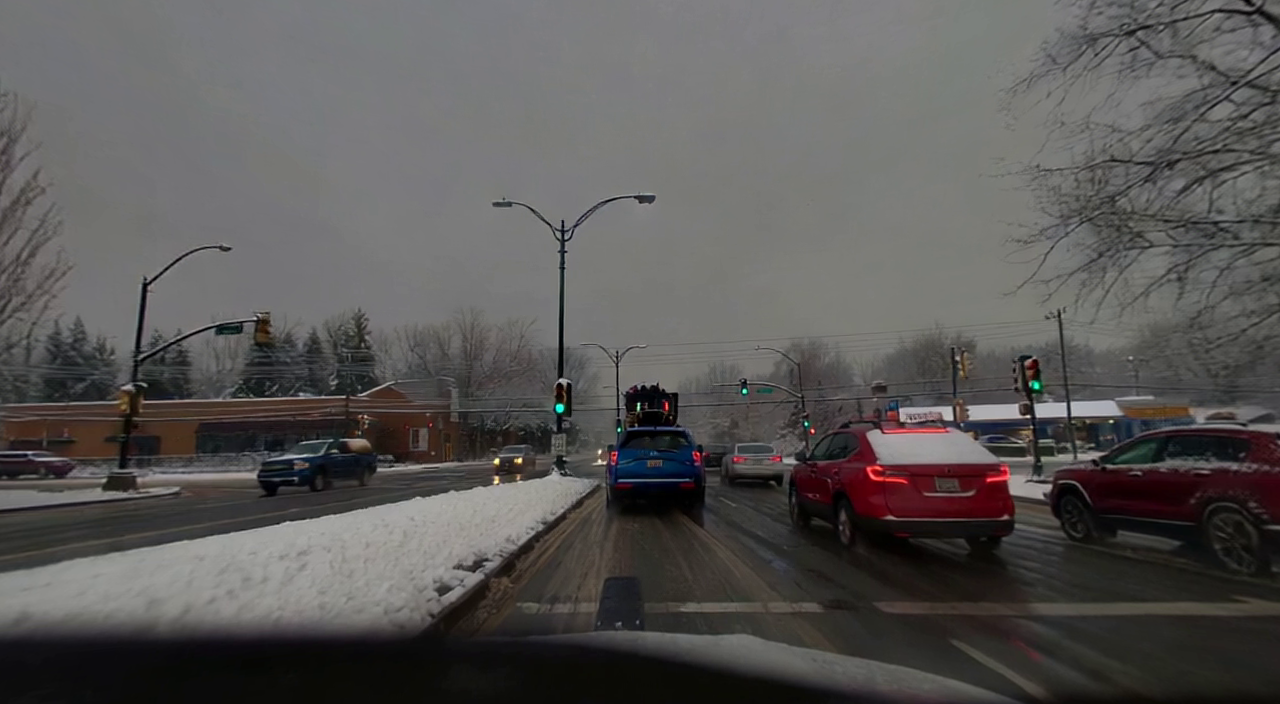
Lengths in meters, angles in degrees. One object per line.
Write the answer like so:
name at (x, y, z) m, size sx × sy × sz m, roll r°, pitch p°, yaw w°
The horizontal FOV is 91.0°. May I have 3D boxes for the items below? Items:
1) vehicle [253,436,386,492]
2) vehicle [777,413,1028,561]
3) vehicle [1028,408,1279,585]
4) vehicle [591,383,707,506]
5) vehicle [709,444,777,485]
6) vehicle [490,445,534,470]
vehicle at (-11.777, 4.129, 23.696) m, size 2.163 × 1.858 × 5.318 m, roll 0°, pitch -9°, yaw 0°
vehicle at (3.625, 1.940, 9.764) m, size 2.025 × 1.754 × 4.311 m, roll 0°, pitch -8°, yaw 0°
vehicle at (7.198, 1.652, 7.758) m, size 1.982 × 1.698 × 4.408 m, roll 0°, pitch -9°, yaw 0°
vehicle at (0.242, 2.201, 15.233) m, size 2.370 × 2.518 × 3.858 m, roll -2°, pitch -8°, yaw 2°
vehicle at (4.063, 4.488, 25.493) m, size 1.967 × 1.515 × 4.378 m, roll 0°, pitch -8°, yaw 0°
vehicle at (-8.288, 6.858, 41.110) m, size 1.889 × 1.576 × 4.044 m, roll 0°, pitch -9°, yaw 1°
